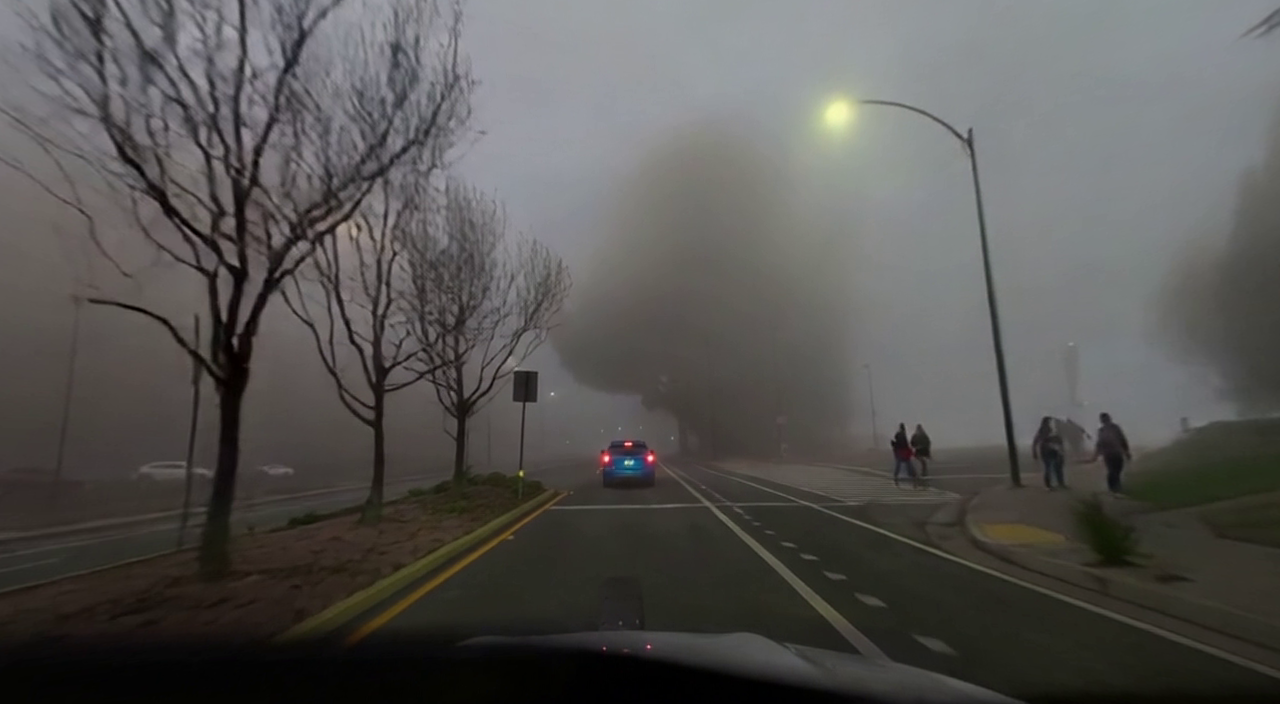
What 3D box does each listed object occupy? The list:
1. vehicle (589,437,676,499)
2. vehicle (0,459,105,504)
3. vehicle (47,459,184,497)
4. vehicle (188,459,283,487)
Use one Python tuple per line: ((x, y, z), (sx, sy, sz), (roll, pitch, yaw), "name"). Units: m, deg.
((-0.215, 3.308, 18.457), (2.221, 1.570, 4.398), (0, -8, -1), "vehicle")
((-22.803, 4.746, 23.373), (4.038, 1.531, 2.015), (1, -9, -2), "vehicle")
((-23.242, 5.578, 28.155), (4.204, 1.522, 1.998), (0, -9, -3), "vehicle")
((-22.973, 6.874, 36.024), (4.086, 1.478, 1.844), (0, -8, -4), "vehicle")
